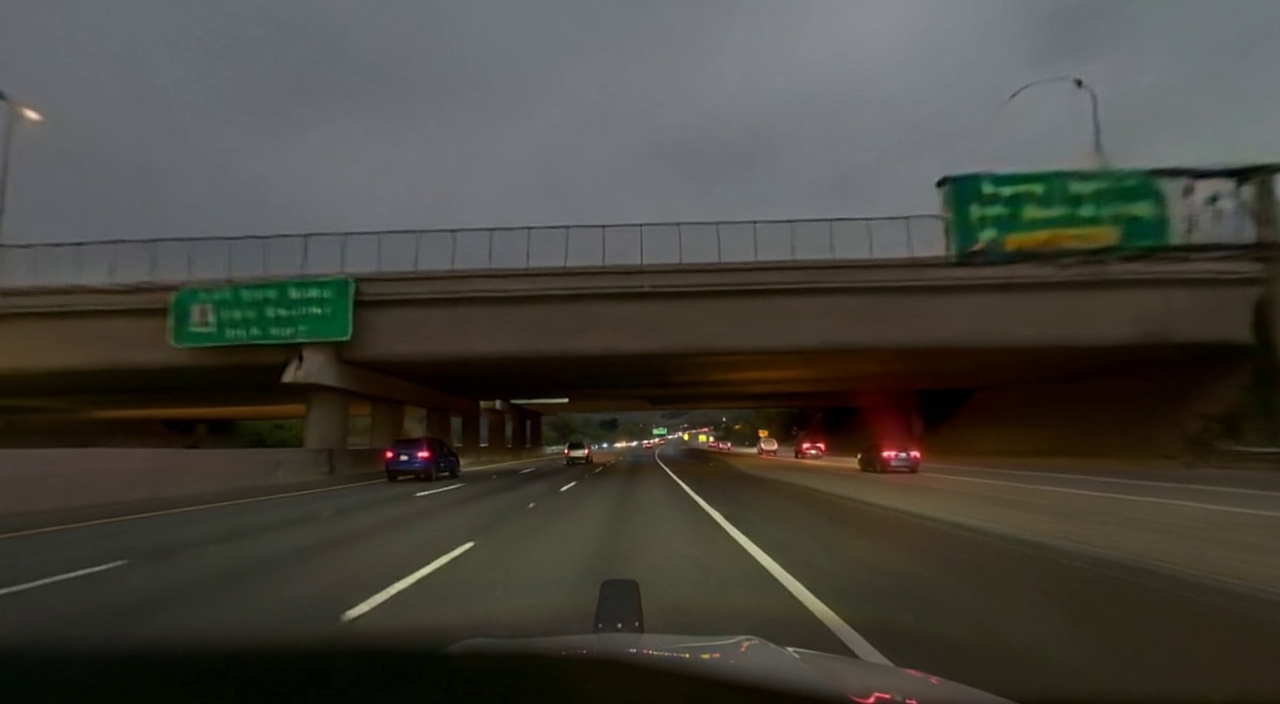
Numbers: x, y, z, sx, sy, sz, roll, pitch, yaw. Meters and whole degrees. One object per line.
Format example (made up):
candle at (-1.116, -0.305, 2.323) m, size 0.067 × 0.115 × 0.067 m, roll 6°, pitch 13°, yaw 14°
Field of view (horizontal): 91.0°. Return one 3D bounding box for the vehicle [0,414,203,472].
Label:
vehicle at (-41.288, 7.147, 49.309) m, size 2.851 × 3.802 × 15.642 m, roll 0°, pitch -8°, yaw 0°

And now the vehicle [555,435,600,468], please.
vehicle at (-3.687, 5.978, 38.054) m, size 2.144 × 1.847 × 4.850 m, roll 0°, pitch -8°, yaw 1°

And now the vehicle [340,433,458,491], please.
vehicle at (-7.896, 3.625, 21.190) m, size 2.092 × 1.712 × 4.627 m, roll 0°, pitch -8°, yaw 1°
